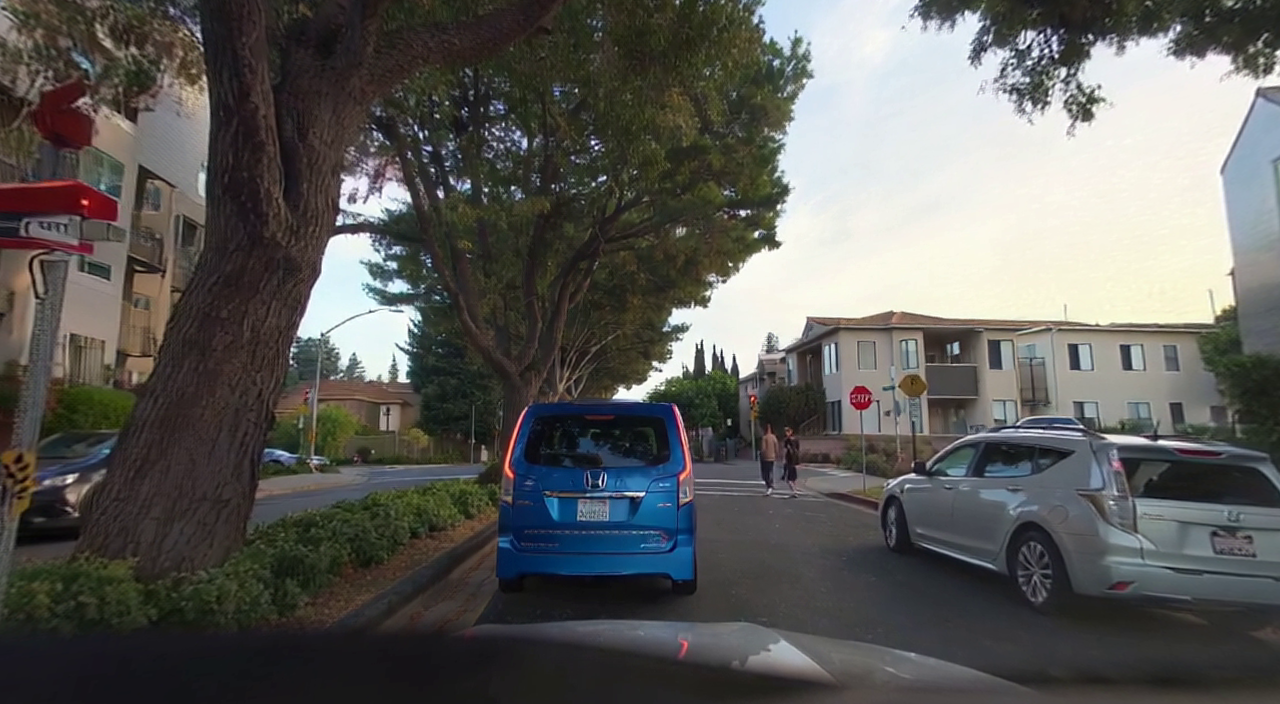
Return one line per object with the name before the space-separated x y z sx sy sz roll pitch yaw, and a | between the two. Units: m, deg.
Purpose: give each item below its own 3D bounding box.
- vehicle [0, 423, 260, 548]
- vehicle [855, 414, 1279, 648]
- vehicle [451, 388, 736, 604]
vehicle | -8.291 1.974 10.049 1.825 1.532 4.083 -3 -7 1
vehicle | 4.219 1.646 6.898 1.959 1.581 4.731 4 -9 -2
vehicle | -0.390 1.548 7.669 2.377 1.787 4.652 0 -8 0
